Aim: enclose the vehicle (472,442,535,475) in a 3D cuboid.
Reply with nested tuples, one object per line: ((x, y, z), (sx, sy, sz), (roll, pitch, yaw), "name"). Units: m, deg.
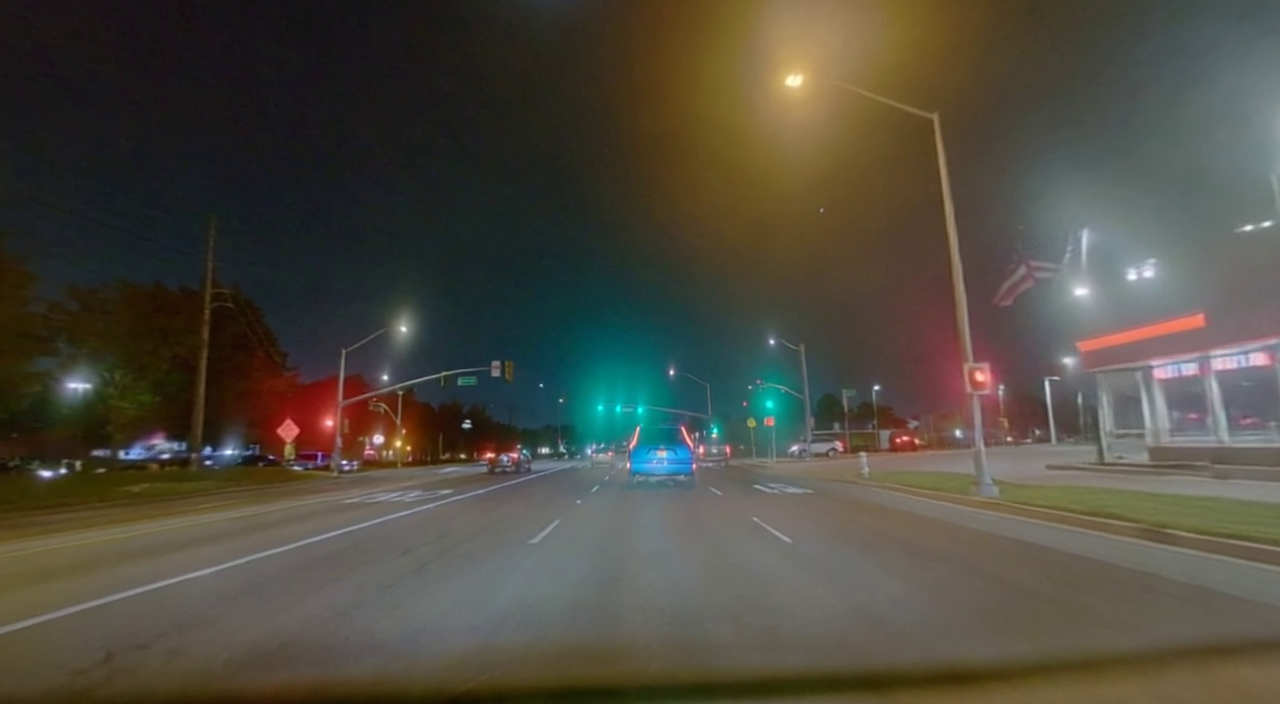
((-6.442, 5.095, 30.374), (1.966, 1.461, 4.422), (0, -8, 1), "vehicle")

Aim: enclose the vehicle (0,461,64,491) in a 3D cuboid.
((-42.165, 8.238, 41.966), (2.140, 1.827, 5.805), (0, -8, 1), "vehicle")

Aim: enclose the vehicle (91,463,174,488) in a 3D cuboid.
((-34.041, 8.287, 42.491), (1.819, 1.433, 4.403), (-1, -8, 2), "vehicle")

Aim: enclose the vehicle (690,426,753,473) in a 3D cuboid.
((3.978, 4.914, 31.988), (2.452, 2.148, 5.877), (0, -8, 0), "vehicle")

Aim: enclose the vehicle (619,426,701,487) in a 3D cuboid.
((0.608, 3.581, 21.977), (2.513, 1.854, 5.235), (0, -8, 0), "vehicle")
